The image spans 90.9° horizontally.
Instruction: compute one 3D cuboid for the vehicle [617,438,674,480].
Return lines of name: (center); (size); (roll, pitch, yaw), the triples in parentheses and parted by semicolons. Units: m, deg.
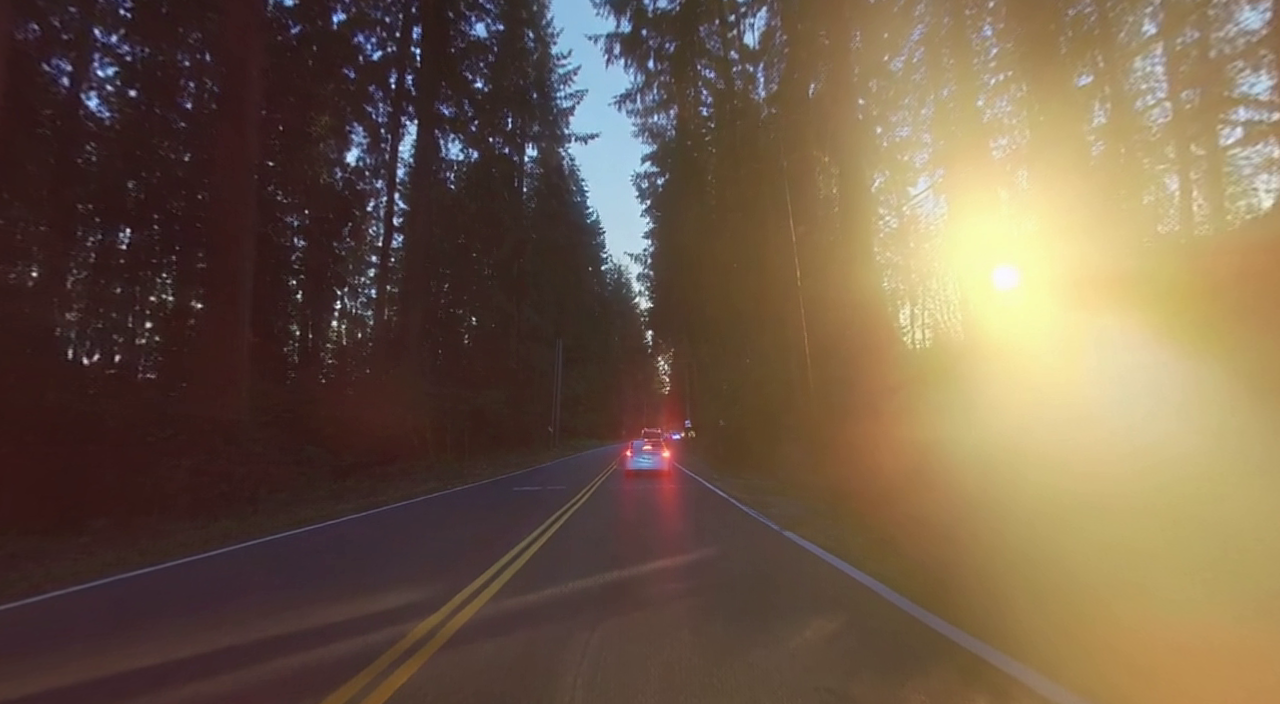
vehicle: (0.162, 4.177, 24.889); (2.081, 1.503, 3.726); (0, -8, -1)
